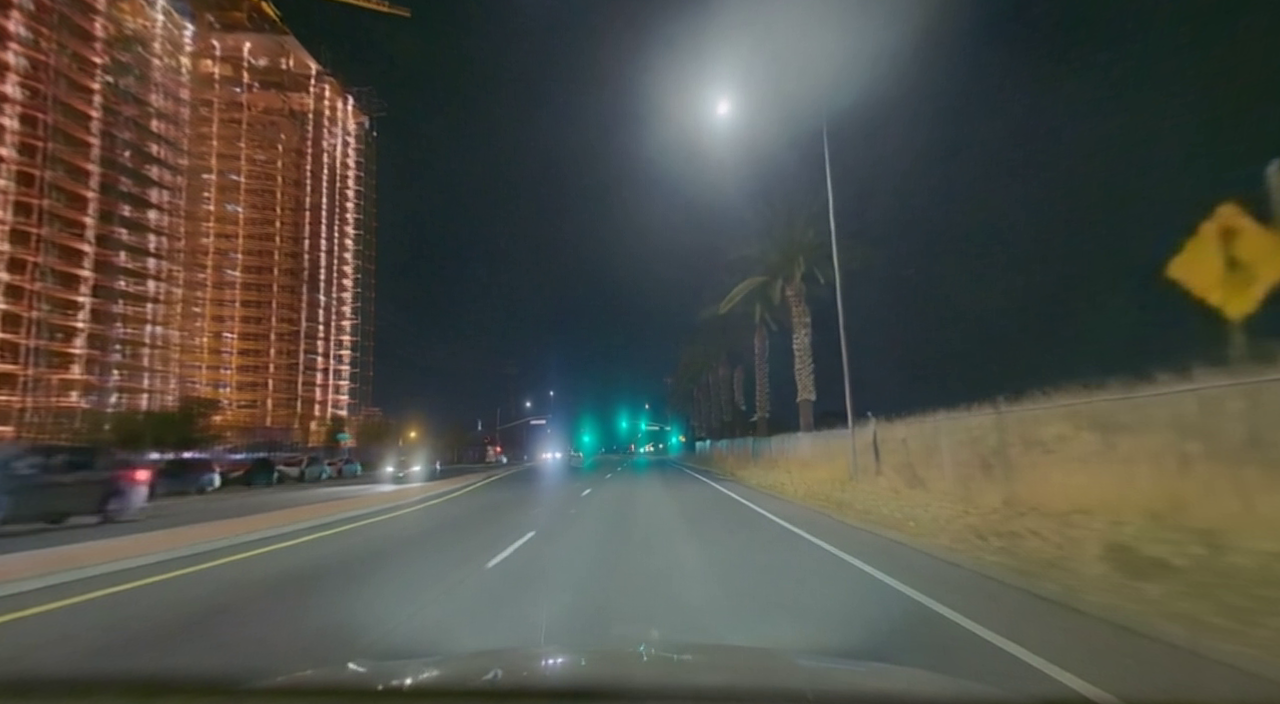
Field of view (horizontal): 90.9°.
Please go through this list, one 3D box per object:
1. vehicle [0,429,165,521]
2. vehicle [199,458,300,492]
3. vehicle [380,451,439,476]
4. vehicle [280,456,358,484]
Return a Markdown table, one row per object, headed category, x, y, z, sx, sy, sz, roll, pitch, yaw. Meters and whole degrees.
| category | x | y | z | sx | sy | sz | roll | pitch | yaw |
| --- | --- | --- | --- | --- | --- | --- | --- | --- | --- |
| vehicle | -16.321 | 3.182 | 16.735 | 2.601 | 2.118 | 6.071 | 0 | -9 | 0 |
| vehicle | -19.315 | 6.085 | 31.489 | 2.003 | 1.440 | 4.857 | 0 | -9 | 0 |
| vehicle | -15.250 | 7.391 | 42.000 | 2.113 | 1.478 | 4.828 | 0 | -9 | -1 |
| vehicle | -19.253 | 7.066 | 38.076 | 2.007 | 1.453 | 4.932 | -1 | -9 | 2 |
